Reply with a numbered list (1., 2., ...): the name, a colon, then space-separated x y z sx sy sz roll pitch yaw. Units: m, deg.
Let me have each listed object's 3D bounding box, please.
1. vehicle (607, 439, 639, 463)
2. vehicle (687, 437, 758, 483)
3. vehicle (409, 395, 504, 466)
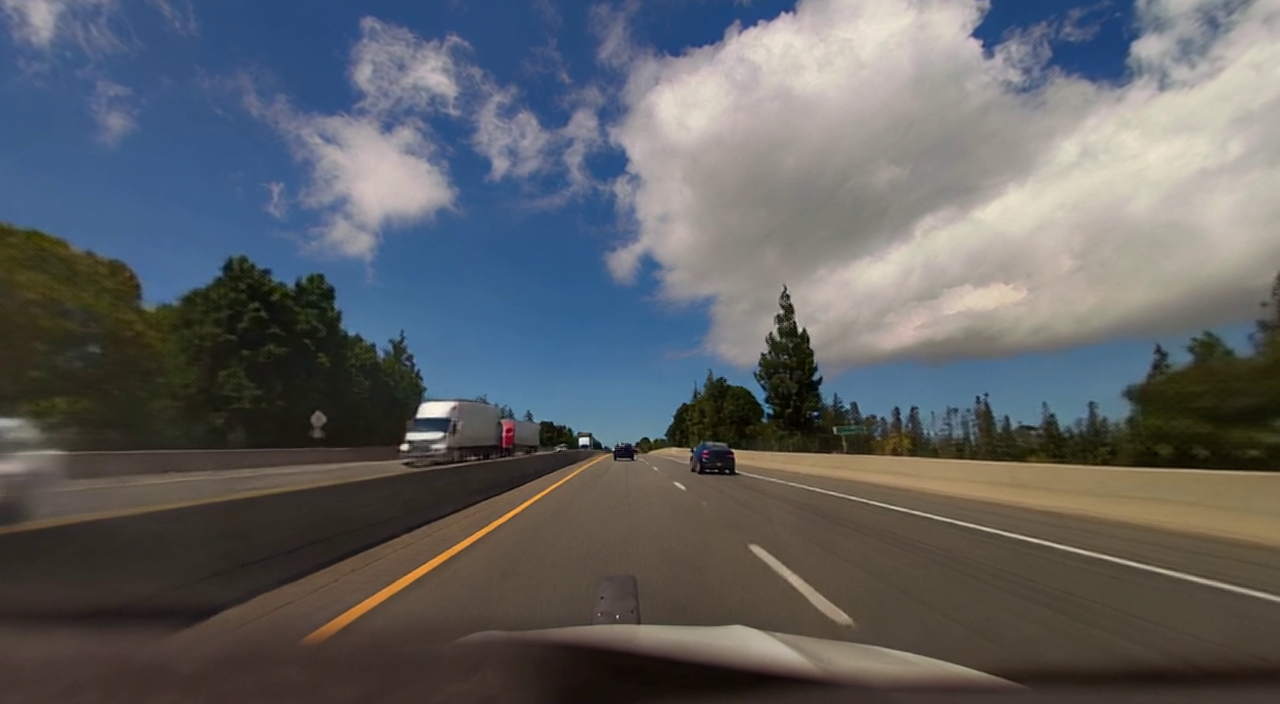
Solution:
1. vehicle: -1.202 7.078 45.137 2.178 1.559 4.254 -1 -8 -2
2. vehicle: 2.986 3.971 23.544 2.146 1.546 3.796 -1 -8 0
3. vehicle: -11.689 5.306 41.755 2.876 3.973 12.525 -1 -8 -2
